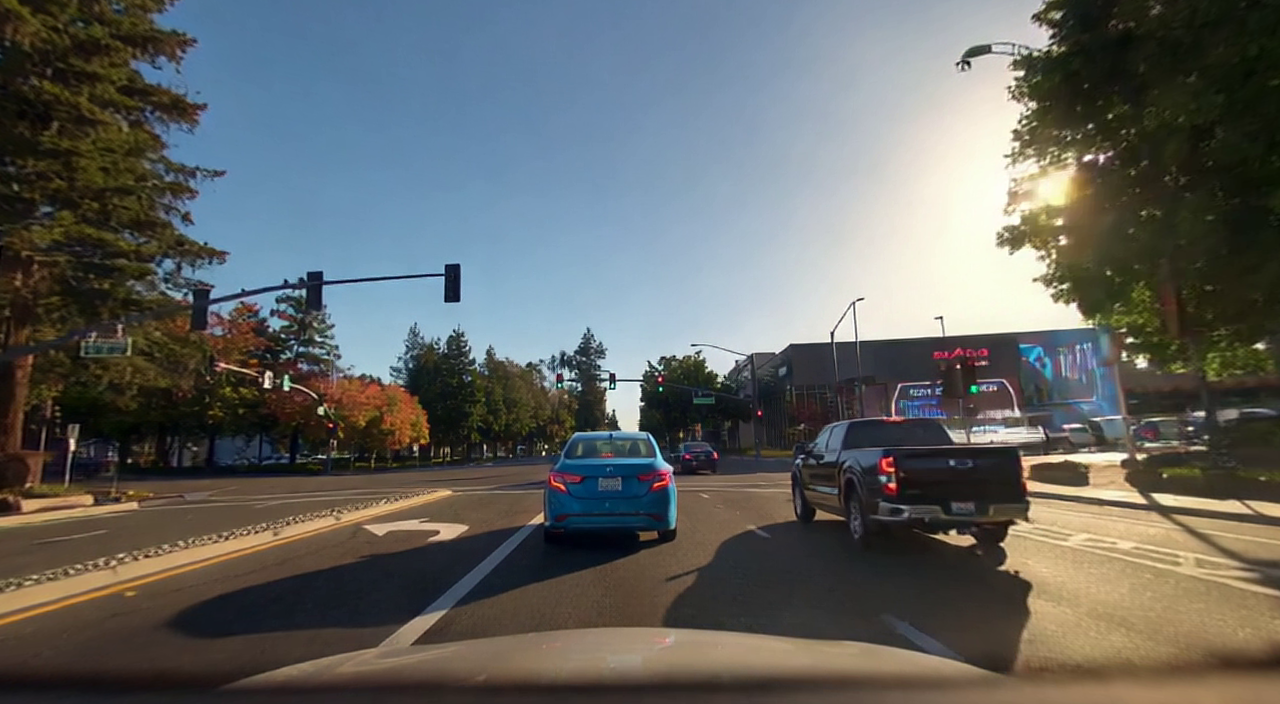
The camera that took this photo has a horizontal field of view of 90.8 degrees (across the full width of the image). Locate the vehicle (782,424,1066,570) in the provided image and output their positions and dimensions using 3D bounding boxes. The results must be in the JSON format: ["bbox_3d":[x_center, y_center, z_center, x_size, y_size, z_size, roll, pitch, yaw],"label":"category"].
[{"bbox_3d":[3.599,1.903,9.192,1.955,1.550,4.587,0,-8,-1],"label":"vehicle"}]

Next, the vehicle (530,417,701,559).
[{"bbox_3d":[-0.306,1.895,9.452,2.037,1.674,3.693,0,-8,0],"label":"vehicle"}]

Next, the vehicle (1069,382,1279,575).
[{"bbox_3d":[7.541,1.284,6.445,2.240,1.923,5.678,0,-8,-1],"label":"vehicle"}]
